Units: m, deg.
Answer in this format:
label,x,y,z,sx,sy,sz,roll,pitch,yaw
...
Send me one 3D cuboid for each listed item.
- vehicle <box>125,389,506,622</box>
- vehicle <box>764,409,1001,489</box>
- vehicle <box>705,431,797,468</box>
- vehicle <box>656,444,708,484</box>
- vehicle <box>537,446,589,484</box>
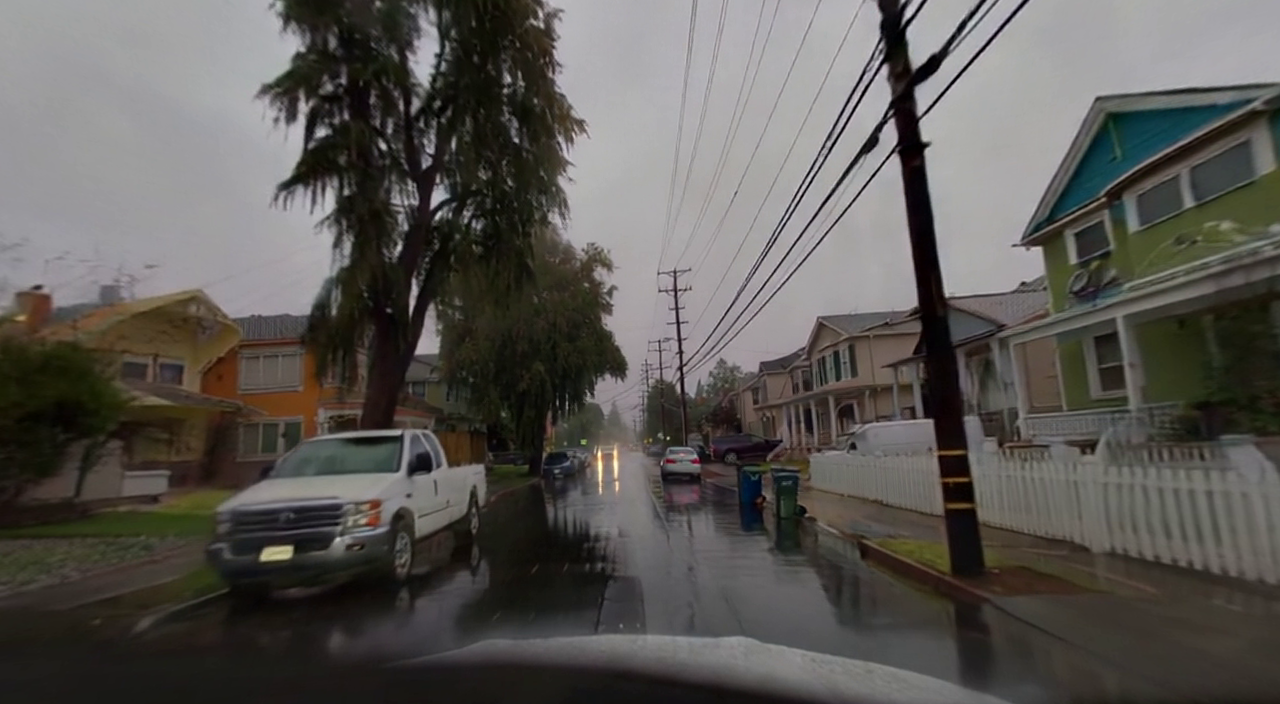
label,x,y,z,sx,sy,sz,roll,pitch,yaw
vehicle,-3.742,1.839,8.926,2.399,2.085,5.589,-3,-8,0
vehicle,6.773,2.747,18.206,5.974,2.066,2.152,1,-7,-1
vehicle,6.887,6.093,39.554,5.274,2.170,2.205,1,-7,-3
vehicle,1.889,5.217,29.852,2.043,1.631,4.613,0,-8,-1
vehicle,-4.365,6.429,36.508,2.204,1.655,4.813,-8,-8,-1
